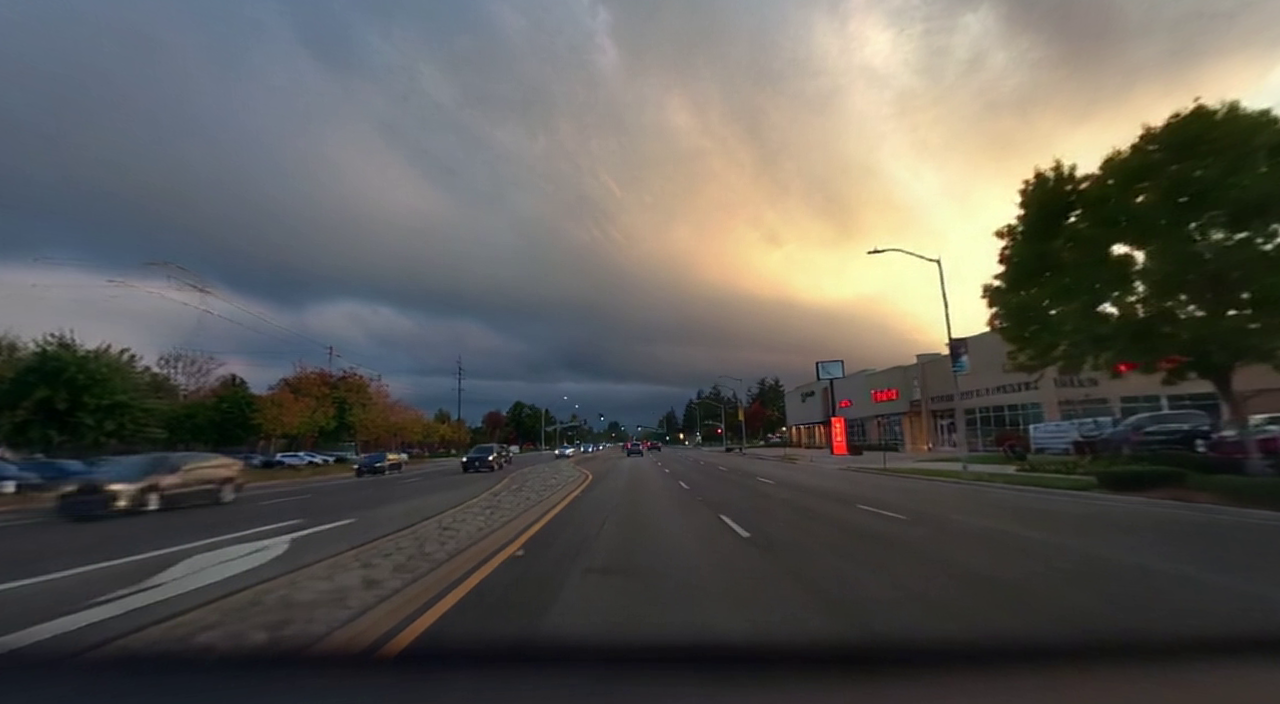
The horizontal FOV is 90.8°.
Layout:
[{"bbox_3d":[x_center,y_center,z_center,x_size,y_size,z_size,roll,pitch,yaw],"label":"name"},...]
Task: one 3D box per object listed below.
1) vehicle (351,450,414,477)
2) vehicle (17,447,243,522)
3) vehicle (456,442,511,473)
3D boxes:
[{"bbox_3d":[-15.220,6.584,37.632,1.844,1.472,4.429,0,-9,0],"label":"vehicle"},{"bbox_3d":[-11.848,3.051,15.171,1.866,1.518,4.240,0,-9,0],"label":"vehicle"},{"bbox_3d":[-8.947,6.070,36.490,2.043,1.651,4.441,0,-9,0],"label":"vehicle"}]
